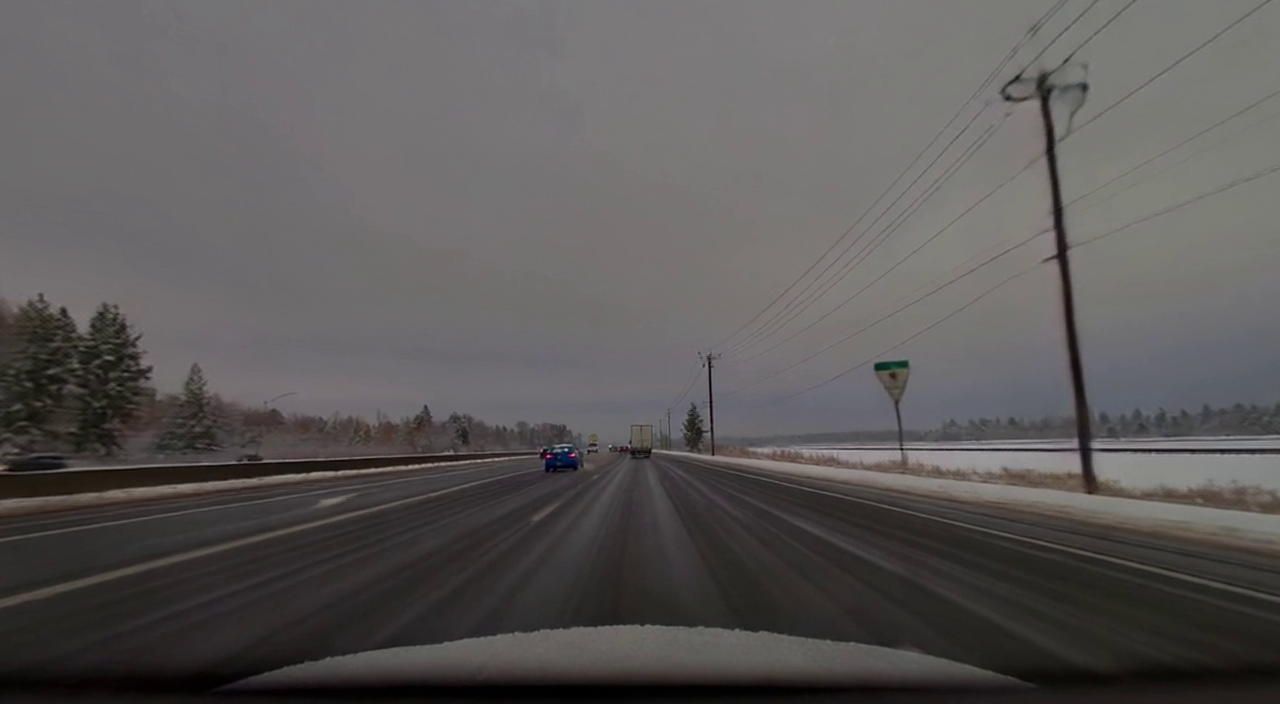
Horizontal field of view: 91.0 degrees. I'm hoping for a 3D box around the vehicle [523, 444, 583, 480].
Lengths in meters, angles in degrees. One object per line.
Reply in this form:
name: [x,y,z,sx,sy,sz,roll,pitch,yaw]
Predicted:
vehicle: [-3.926,5.054,29.238,2.104,1.501,4.459,0,-9,0]
